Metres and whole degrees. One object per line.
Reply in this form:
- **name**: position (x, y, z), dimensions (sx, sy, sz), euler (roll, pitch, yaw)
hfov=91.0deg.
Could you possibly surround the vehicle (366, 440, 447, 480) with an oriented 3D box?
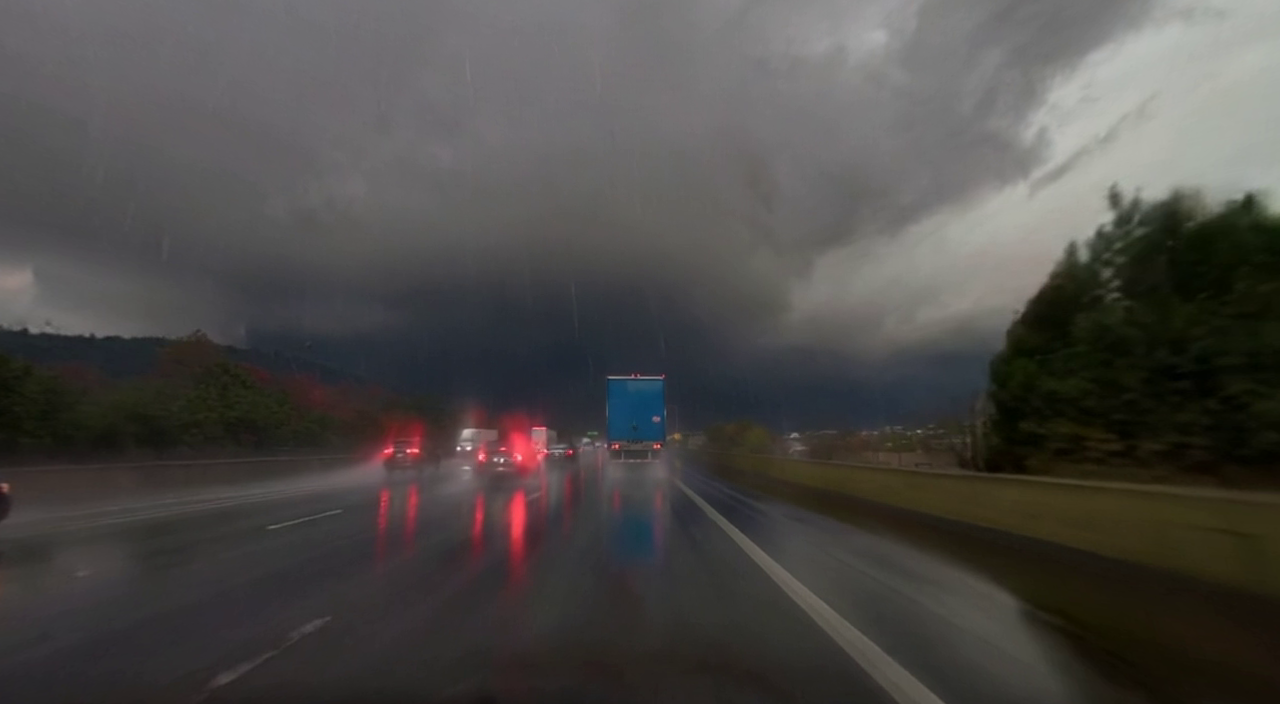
- **vehicle**: position (-10.124, 4.683, 27.644), dimensions (1.952, 1.590, 4.090), euler (0, -8, 1)

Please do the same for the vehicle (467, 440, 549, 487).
- **vehicle**: position (-4.754, 4.058, 23.277), dimensions (2.164, 1.582, 3.979), euler (0, -8, 0)

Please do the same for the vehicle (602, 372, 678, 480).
- **vehicle**: position (-0.234, 3.593, 29.591), dimensions (2.913, 4.113, 10.724), euler (0, -8, -2)

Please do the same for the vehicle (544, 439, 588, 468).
- **vehicle**: position (-4.445, 6.157, 38.394), dimensions (2.158, 1.680, 4.087), euler (0, -8, 0)
